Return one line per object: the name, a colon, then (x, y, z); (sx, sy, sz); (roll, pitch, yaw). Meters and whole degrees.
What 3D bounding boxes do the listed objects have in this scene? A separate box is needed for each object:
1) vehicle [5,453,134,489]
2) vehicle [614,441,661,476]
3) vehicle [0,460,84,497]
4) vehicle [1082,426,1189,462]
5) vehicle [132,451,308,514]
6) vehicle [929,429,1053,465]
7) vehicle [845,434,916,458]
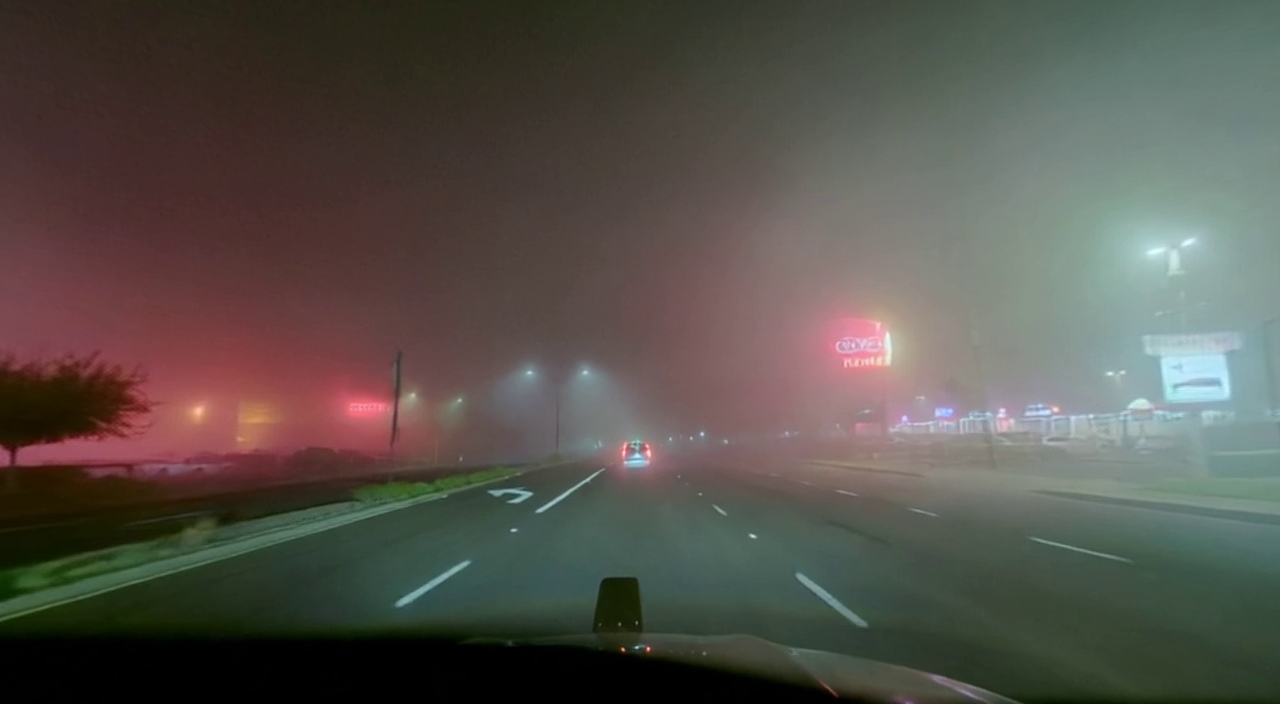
vehicle: (-27.222, 5.673, 30.148); (4.294, 1.643, 1.948); (-1, -8, 2)
vehicle: (-0.171, 4.806, 28.612); (1.998, 1.452, 3.773); (0, -8, -2)
vehicle: (-27.002, 5.368, 26.793); (4.660, 1.446, 1.870); (0, -8, -4)
vehicle: (27.990, 5.267, 35.820); (1.991, 1.877, 5.024); (-1, -9, 1)
vehicle: (-11.950, 3.695, 18.383); (2.041, 1.553, 4.433); (0, -8, 0)
vehicle: (17.895, 4.870, 32.278); (5.083, 1.778, 2.063); (0, -9, 0)
vehicle: (17.030, 6.702, 44.711); (4.224, 1.614, 2.028); (0, -9, -1)
